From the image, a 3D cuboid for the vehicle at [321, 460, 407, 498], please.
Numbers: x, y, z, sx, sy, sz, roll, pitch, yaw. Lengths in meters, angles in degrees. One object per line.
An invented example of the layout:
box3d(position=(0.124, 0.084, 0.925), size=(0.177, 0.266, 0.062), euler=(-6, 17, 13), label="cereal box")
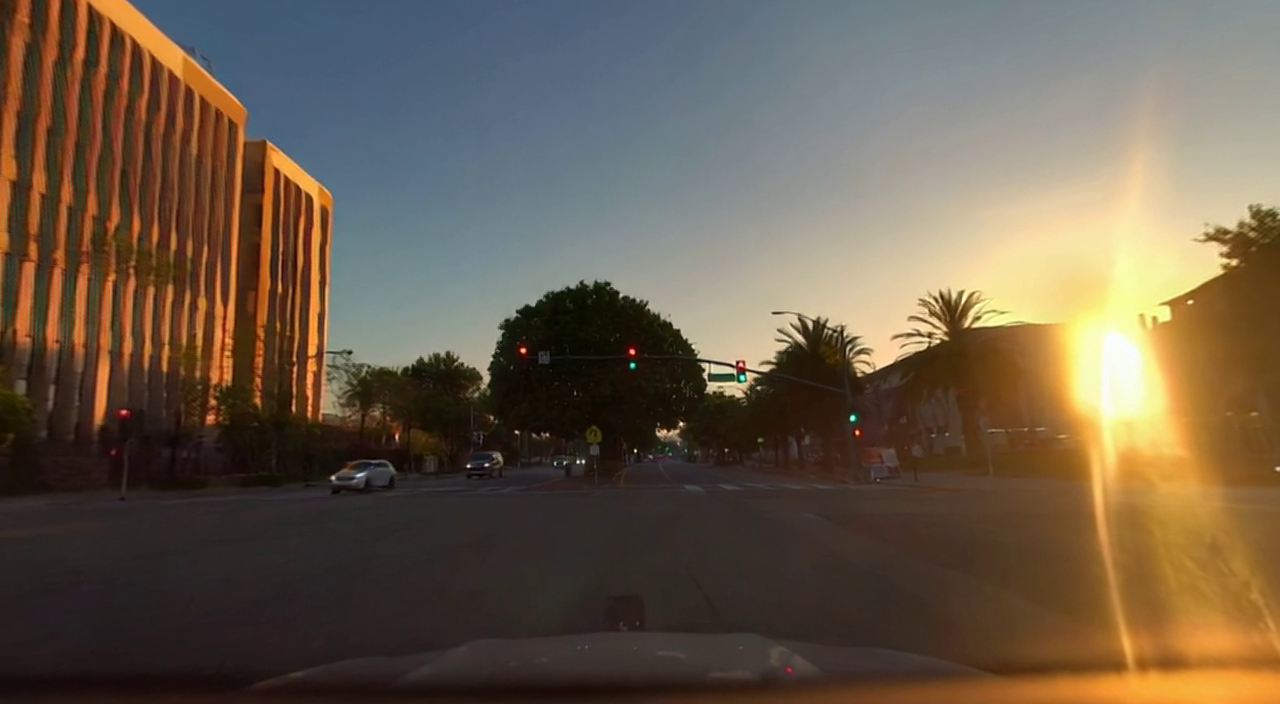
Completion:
box3d(position=(-12.825, 5.902, 29.684), size=(2.038, 1.624, 4.292), euler=(0, -9, 0), label="vehicle")
